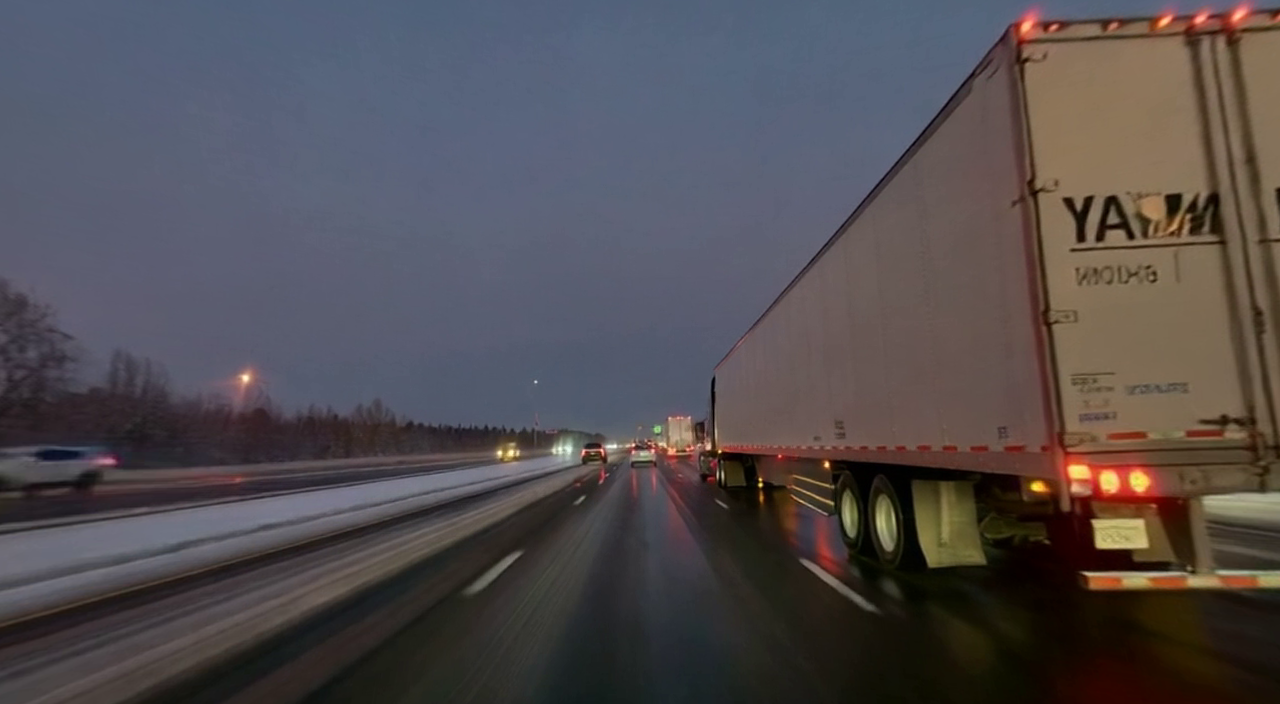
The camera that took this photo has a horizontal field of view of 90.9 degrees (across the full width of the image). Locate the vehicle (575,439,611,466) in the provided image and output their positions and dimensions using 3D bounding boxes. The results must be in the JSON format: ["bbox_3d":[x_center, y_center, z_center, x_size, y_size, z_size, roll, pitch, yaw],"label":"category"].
[{"bbox_3d":[-3.153,6.862,42.988,2.058,1.711,4.226,-1,-9,1],"label":"vehicle"}]

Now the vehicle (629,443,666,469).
[{"bbox_3d":[0.438,6.144,37.393,2.063,1.469,4.208,0,-9,0],"label":"vehicle"}]

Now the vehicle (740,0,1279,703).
[{"bbox_3d":[3.921,0.583,9.387,2.821,4.077,12.562,0,-9,0],"label":"vehicle"}]
